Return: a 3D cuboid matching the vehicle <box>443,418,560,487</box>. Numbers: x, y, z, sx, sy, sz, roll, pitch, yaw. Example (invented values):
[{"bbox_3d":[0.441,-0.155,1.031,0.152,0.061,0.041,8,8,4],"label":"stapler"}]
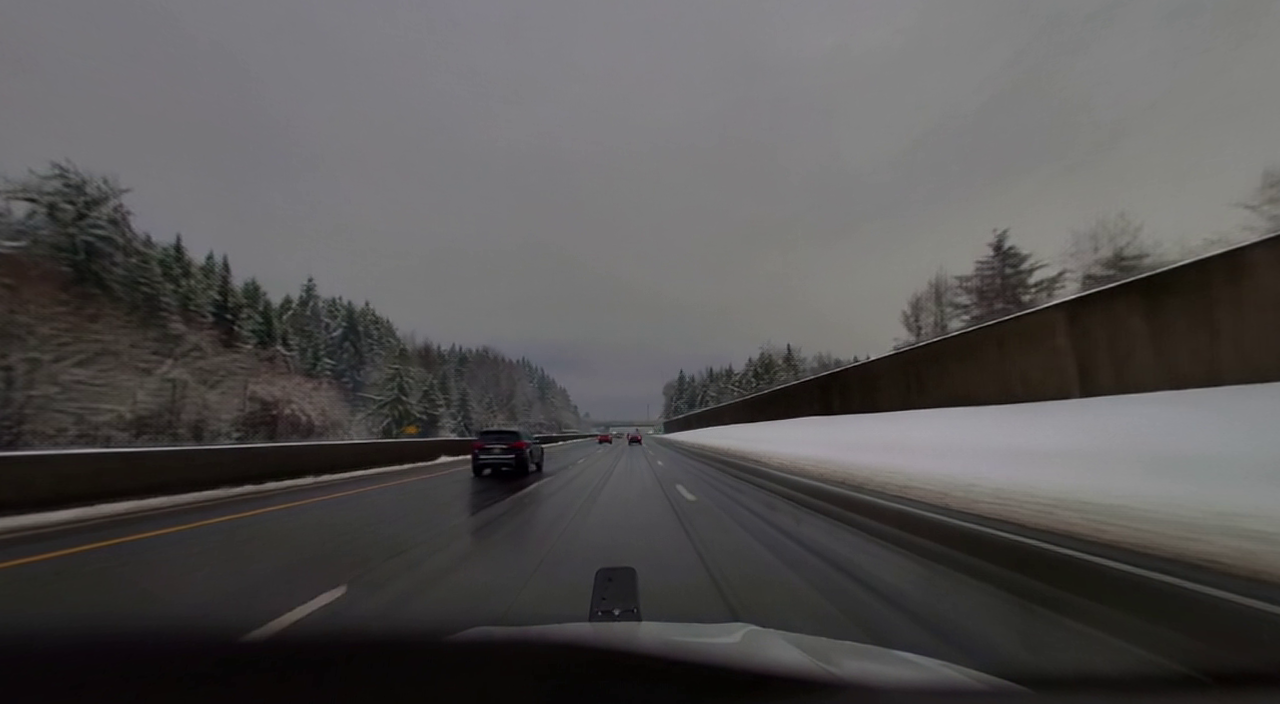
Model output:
[{"bbox_3d":[-3.829,2.879,18.430,2.306,1.730,4.606,0,-8,1],"label":"vehicle"}]
